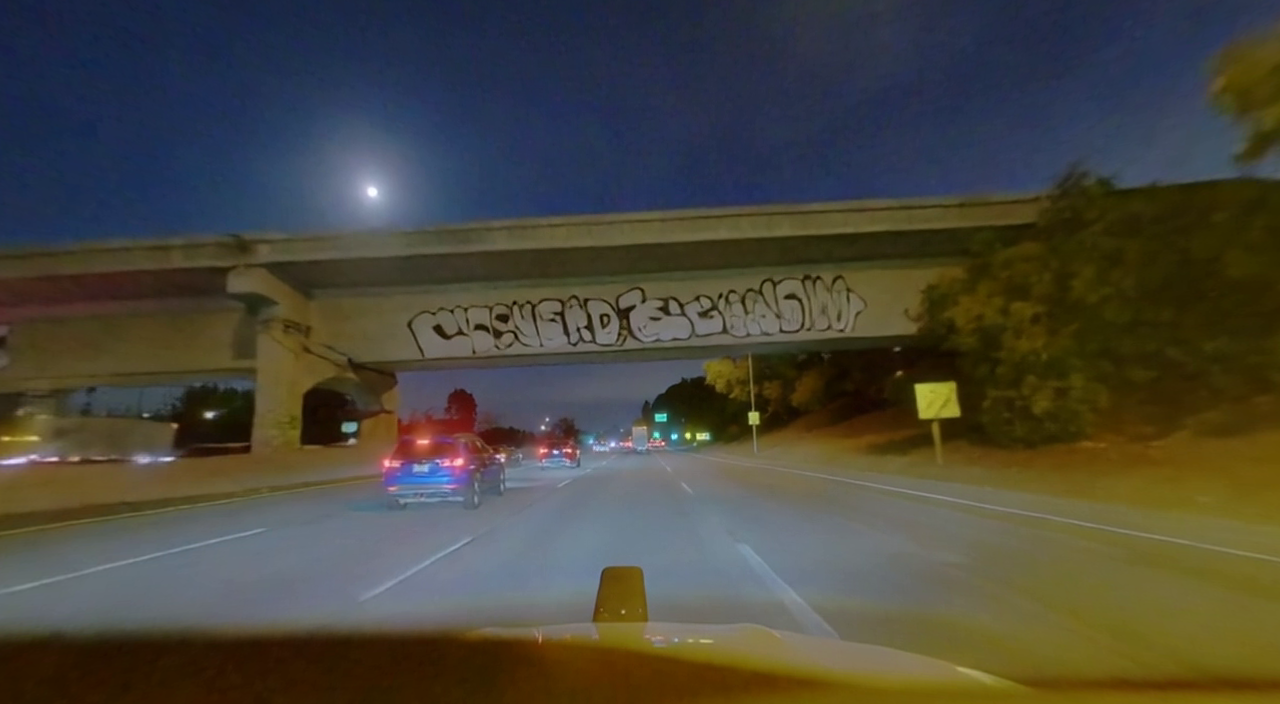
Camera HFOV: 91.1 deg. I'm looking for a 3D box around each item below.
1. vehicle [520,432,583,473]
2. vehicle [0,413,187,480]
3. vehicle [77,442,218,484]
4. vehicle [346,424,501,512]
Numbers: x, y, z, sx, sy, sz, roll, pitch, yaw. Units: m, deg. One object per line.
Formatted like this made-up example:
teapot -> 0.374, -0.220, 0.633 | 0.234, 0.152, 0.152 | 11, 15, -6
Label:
vehicle -> -3.921, 4.545, 28.604 | 2.154, 1.693, 4.394 | 0, -8, 1
vehicle -> -35.545, 6.091, 40.859 | 3.511, 3.744, 11.340 | 0, -8, 0
vehicle -> -20.335, 4.578, 26.271 | 1.856, 1.560, 5.001 | 0, -8, -1
vehicle -> -4.532, 2.468, 13.884 | 1.969, 1.633, 3.962 | 0, -8, 0
